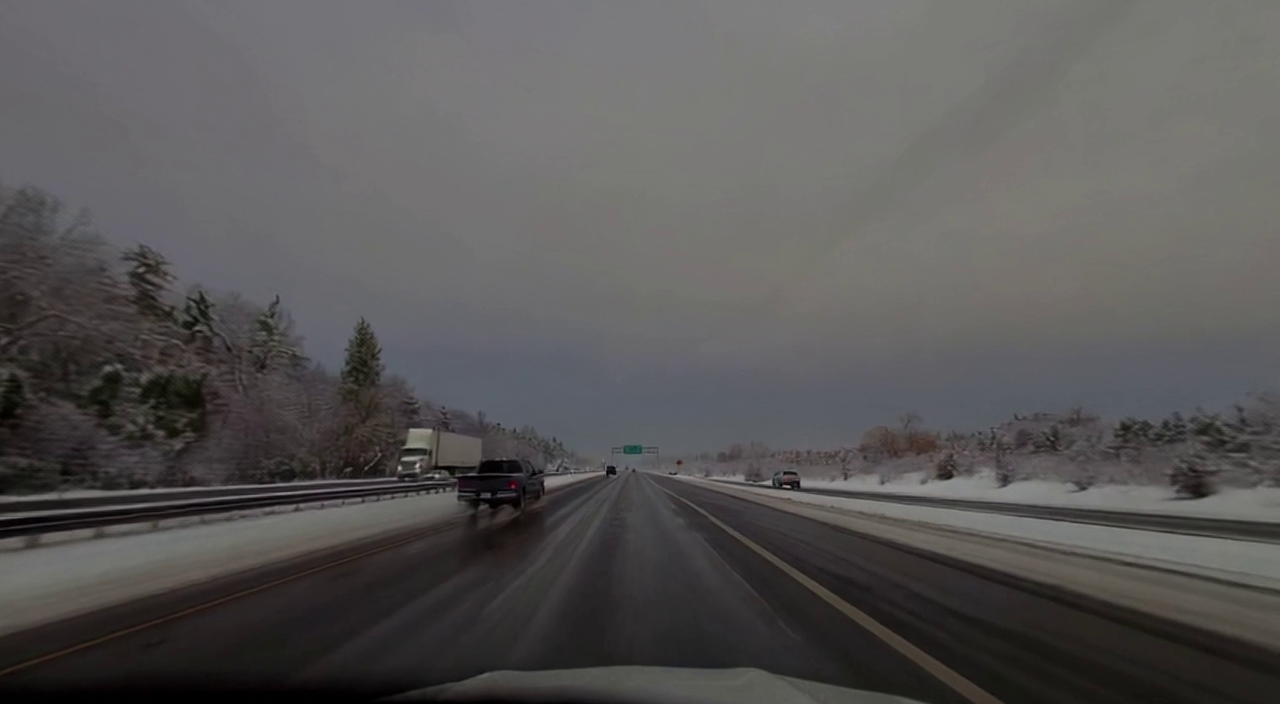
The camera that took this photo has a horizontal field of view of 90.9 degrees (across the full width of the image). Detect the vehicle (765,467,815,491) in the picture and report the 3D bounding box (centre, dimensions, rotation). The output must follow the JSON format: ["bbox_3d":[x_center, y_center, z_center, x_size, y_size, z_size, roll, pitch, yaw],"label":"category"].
[{"bbox_3d":[10.095,8.611,42.856,1.993,1.512,4.314,2,-11,-5],"label":"vehicle"}]

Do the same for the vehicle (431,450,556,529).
[{"bbox_3d":[-3.426,3.353,15.773,1.912,1.631,4.672,1,-11,1],"label":"vehicle"}]

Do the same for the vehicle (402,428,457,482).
[{"bbox_3d":[-16.350,8.076,49.217,2.997,4.013,3.159,1,-10,-1],"label":"vehicle"}]
